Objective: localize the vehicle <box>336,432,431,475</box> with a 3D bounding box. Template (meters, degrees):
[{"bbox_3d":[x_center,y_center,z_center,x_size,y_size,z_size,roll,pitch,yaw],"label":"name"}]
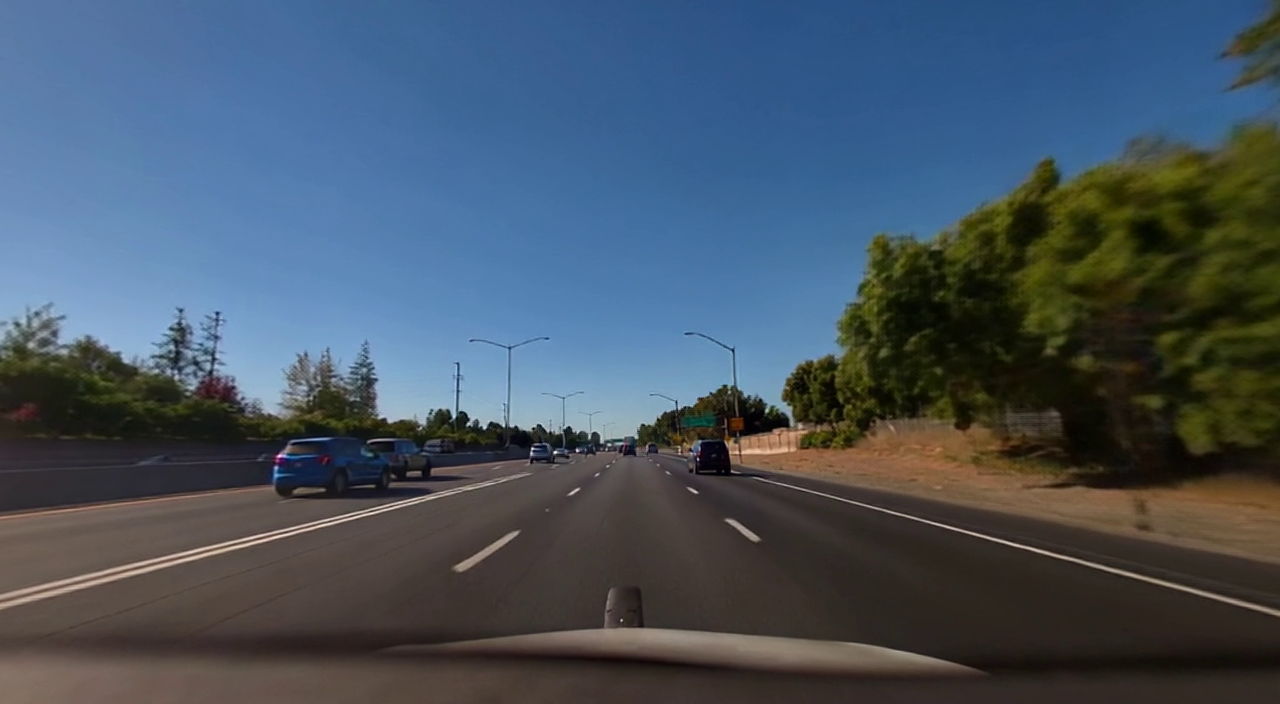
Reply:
[{"bbox_3d":[-14.795,5.921,36.886,2.736,2.262,6.533,0,-9,1],"label":"vehicle"}]

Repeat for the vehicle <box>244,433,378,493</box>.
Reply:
[{"bbox_3d":[-11.256,3.818,22.019,2.137,1.873,4.687,0,-9,0],"label":"vehicle"}]

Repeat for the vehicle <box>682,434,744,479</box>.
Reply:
[{"bbox_3d":[3.231,4.760,28.916,2.184,1.892,4.763,0,-9,-2],"label":"vehicle"}]
